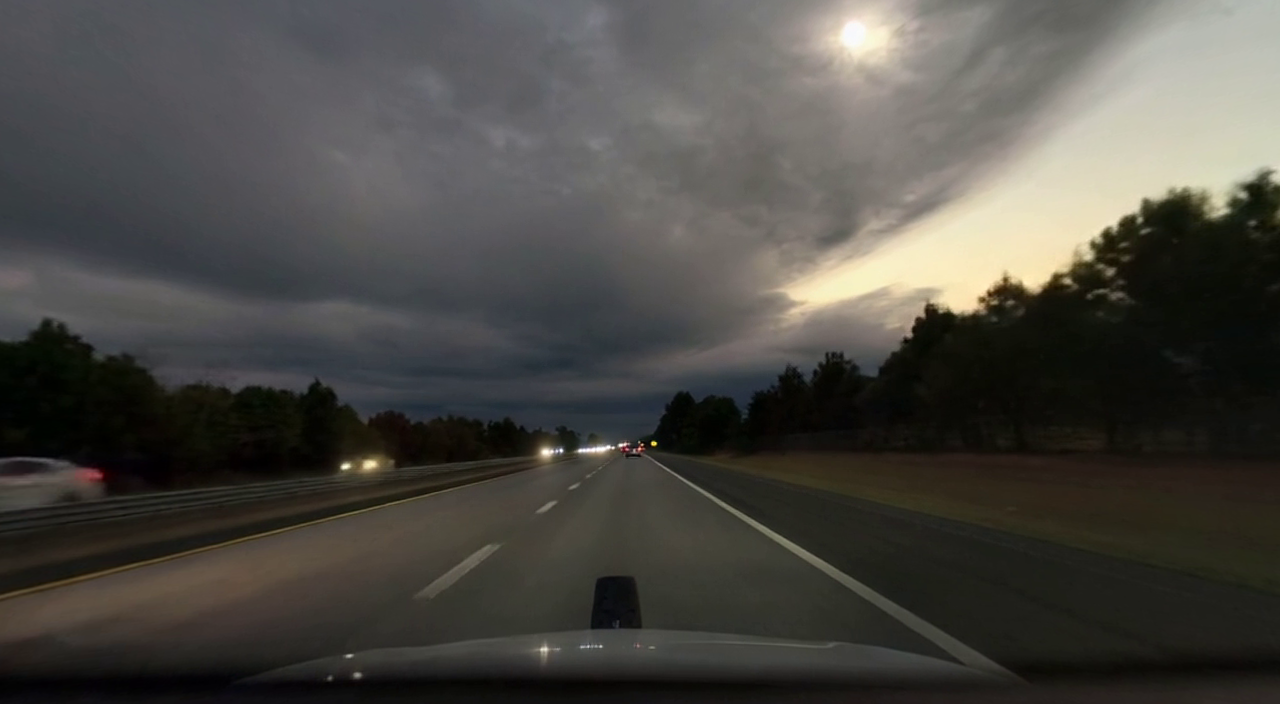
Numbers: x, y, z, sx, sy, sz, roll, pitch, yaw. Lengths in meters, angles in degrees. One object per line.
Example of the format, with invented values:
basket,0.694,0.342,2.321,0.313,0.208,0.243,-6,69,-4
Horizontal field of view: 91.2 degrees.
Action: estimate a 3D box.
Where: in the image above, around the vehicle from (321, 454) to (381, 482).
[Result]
vehicle,-17.491,7.023,38.175,1.670,1.532,4.187,0,-9,-1
